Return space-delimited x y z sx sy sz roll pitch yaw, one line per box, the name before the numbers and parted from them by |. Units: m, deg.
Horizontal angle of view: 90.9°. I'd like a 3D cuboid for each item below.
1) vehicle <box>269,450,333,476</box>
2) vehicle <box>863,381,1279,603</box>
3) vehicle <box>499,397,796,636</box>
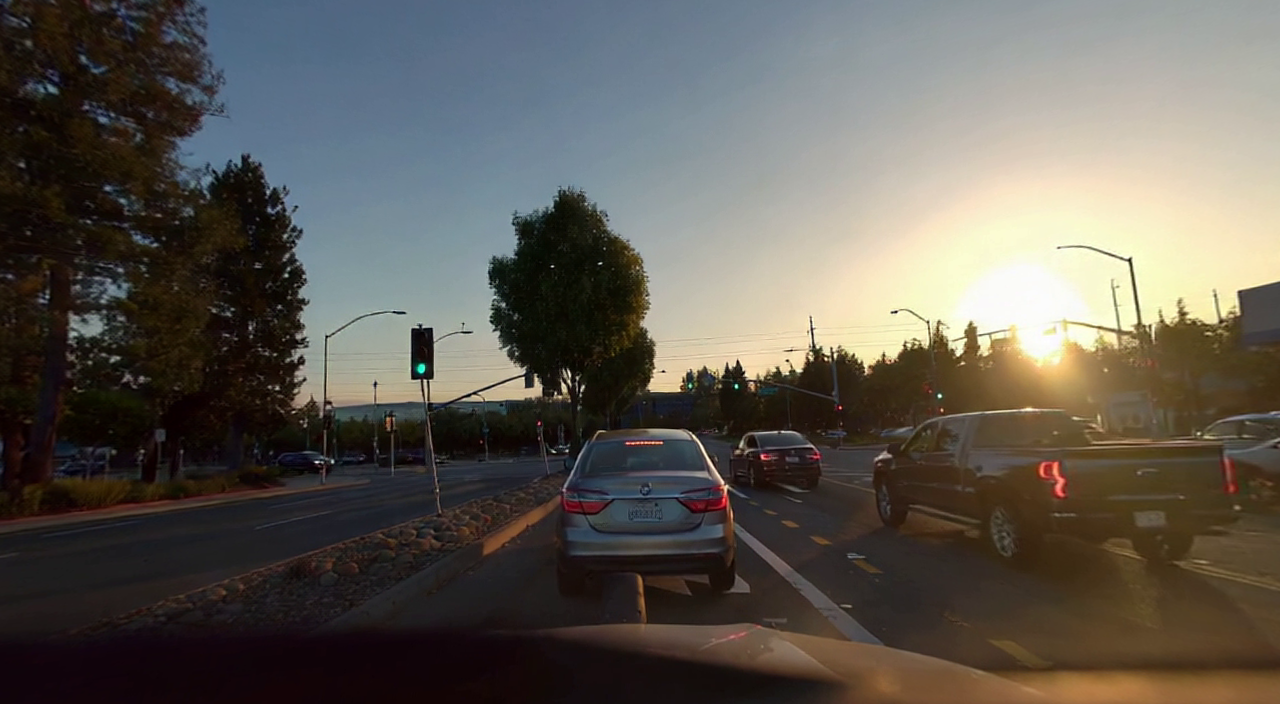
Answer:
vehicle | -24.026 7.841 44.883 1.798 1.706 4.385 -1 -8 6
vehicle | 4.566 1.482 7.569 2.019 1.803 4.634 0 -8 -1
vehicle | 0.017 1.462 6.565 2.116 1.677 3.948 0 -8 -1
